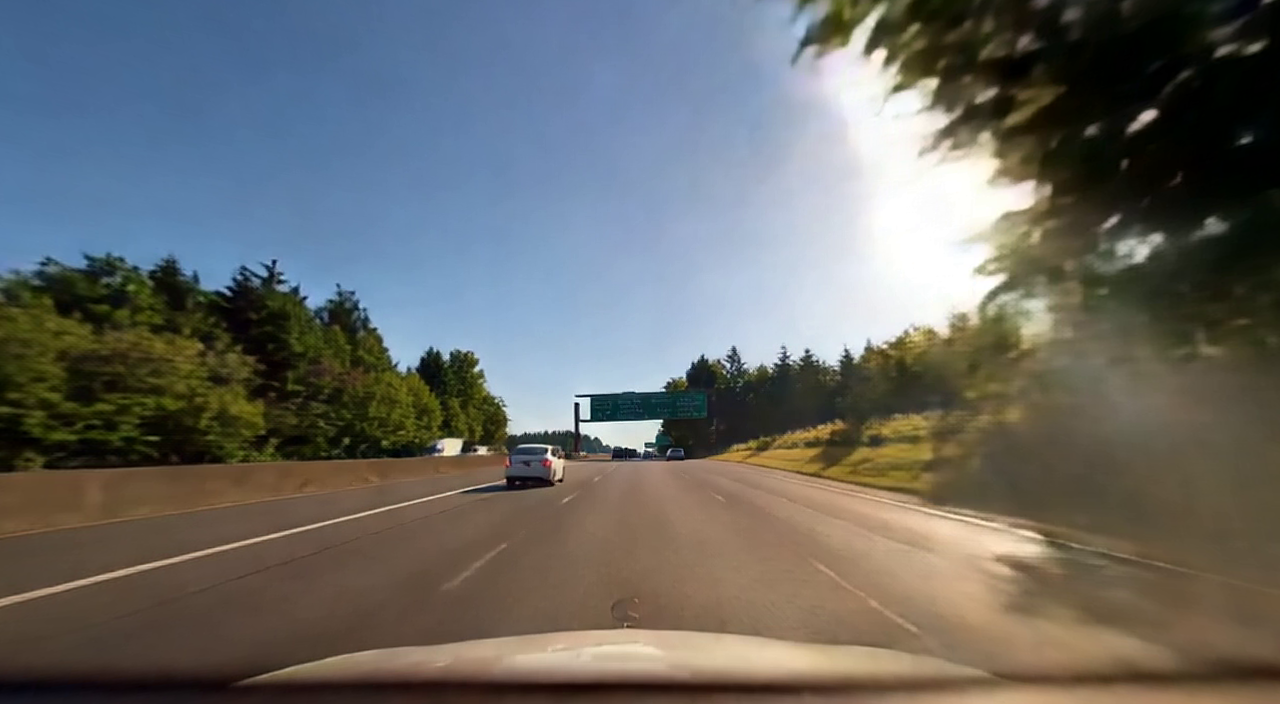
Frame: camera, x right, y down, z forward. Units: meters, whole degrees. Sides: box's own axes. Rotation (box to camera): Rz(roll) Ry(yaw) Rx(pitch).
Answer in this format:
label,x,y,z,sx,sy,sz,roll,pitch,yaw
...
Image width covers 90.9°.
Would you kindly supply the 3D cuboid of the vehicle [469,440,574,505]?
label,x,y,z,sx,sy,sz,roll,pitch,yaw
vehicle,-3.066,3.221,17.243,1.936,1.545,4.116,0,-9,2
